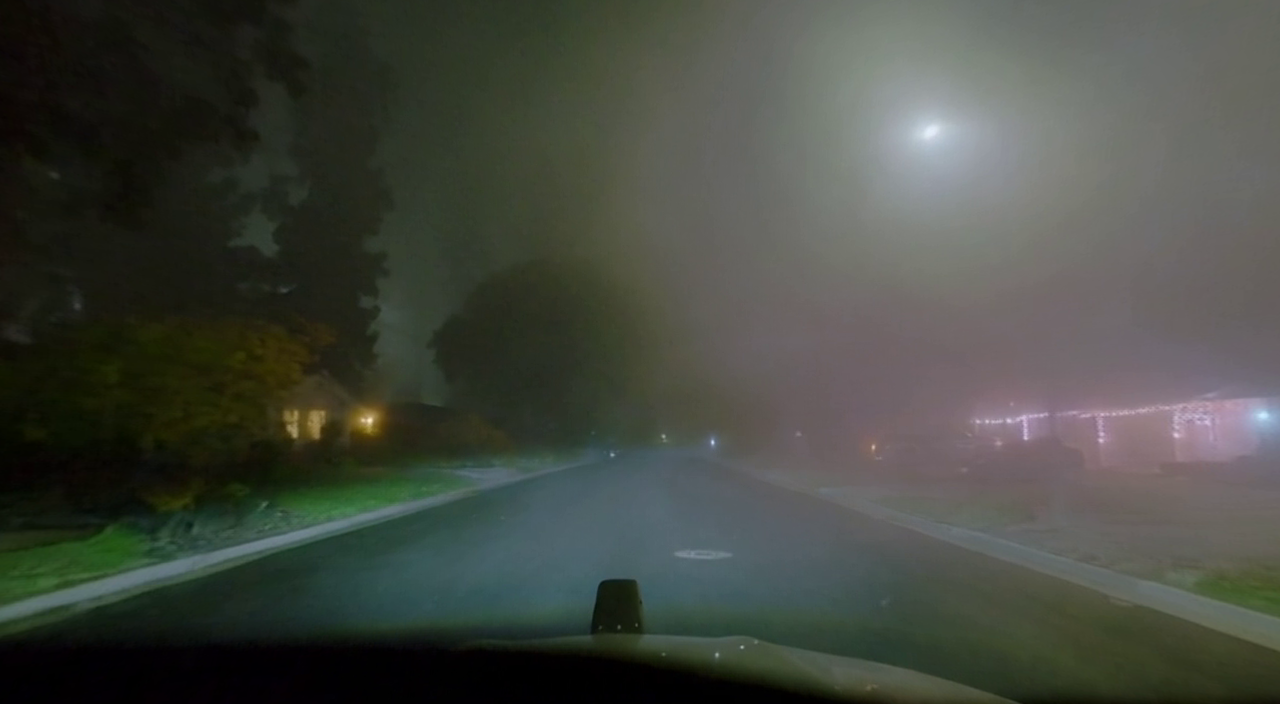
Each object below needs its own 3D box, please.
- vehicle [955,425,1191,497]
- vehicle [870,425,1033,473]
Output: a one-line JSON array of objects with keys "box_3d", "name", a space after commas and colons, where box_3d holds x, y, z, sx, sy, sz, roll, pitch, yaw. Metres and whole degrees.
[{"box_3d": [11.286, 2.871, 16.696, 4.710, 1.512, 1.894, -3, -9, 1], "name": "vehicle"}, {"box_3d": [12.899, 4.063, 26.406, 5.637, 1.890, 2.171, 0, -8, 3], "name": "vehicle"}]
